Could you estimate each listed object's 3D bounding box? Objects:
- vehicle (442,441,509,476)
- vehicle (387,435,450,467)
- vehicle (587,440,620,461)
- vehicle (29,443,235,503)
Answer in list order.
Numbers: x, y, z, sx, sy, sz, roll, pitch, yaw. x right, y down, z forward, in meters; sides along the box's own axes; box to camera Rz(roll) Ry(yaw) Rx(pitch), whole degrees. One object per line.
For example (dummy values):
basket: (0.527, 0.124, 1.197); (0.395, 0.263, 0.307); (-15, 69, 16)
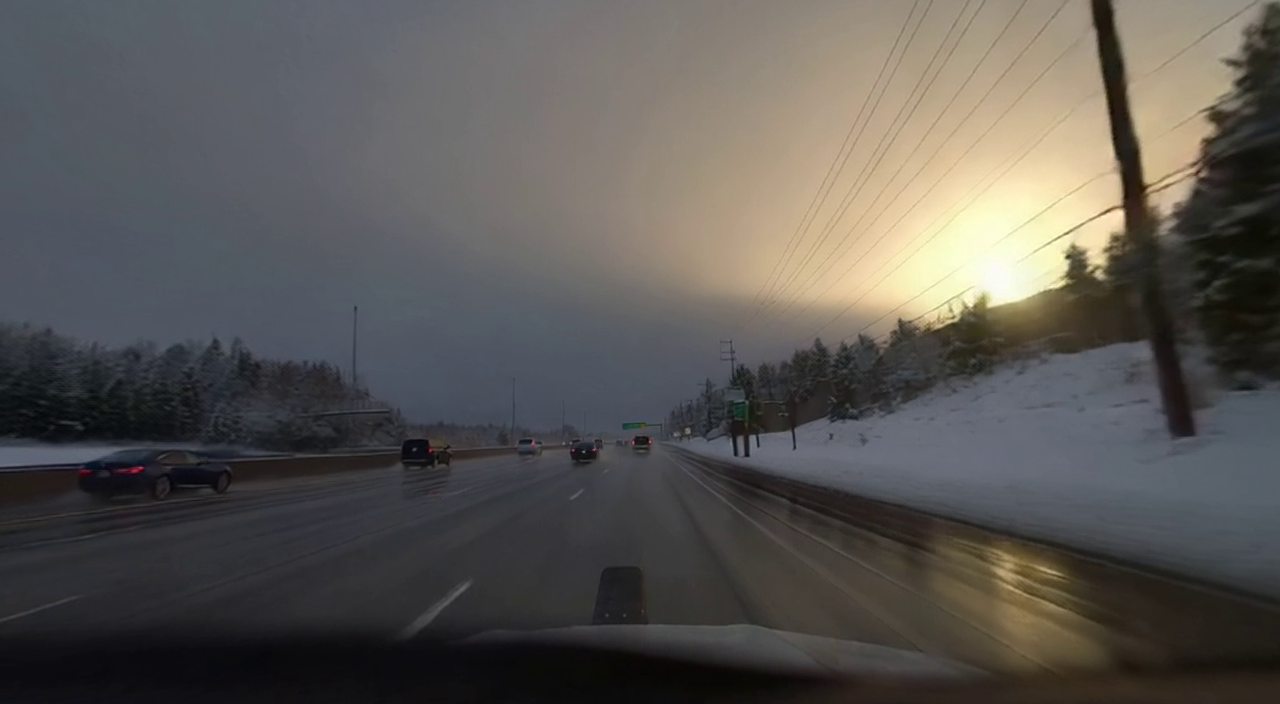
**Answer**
vehicle: (-7.464, 4.863, 29.004); (1.899, 1.472, 4.202); (0, -8, 1)
vehicle: (-14.298, 6.422, 41.117); (2.172, 1.946, 5.017); (0, -9, 1)
vehicle: (-2.631, 7.184, 46.079); (2.064, 1.446, 4.409); (0, -9, 1)
vehicle: (-14.368, 3.414, 18.332); (1.885, 1.474, 4.849); (0, -8, 1)
